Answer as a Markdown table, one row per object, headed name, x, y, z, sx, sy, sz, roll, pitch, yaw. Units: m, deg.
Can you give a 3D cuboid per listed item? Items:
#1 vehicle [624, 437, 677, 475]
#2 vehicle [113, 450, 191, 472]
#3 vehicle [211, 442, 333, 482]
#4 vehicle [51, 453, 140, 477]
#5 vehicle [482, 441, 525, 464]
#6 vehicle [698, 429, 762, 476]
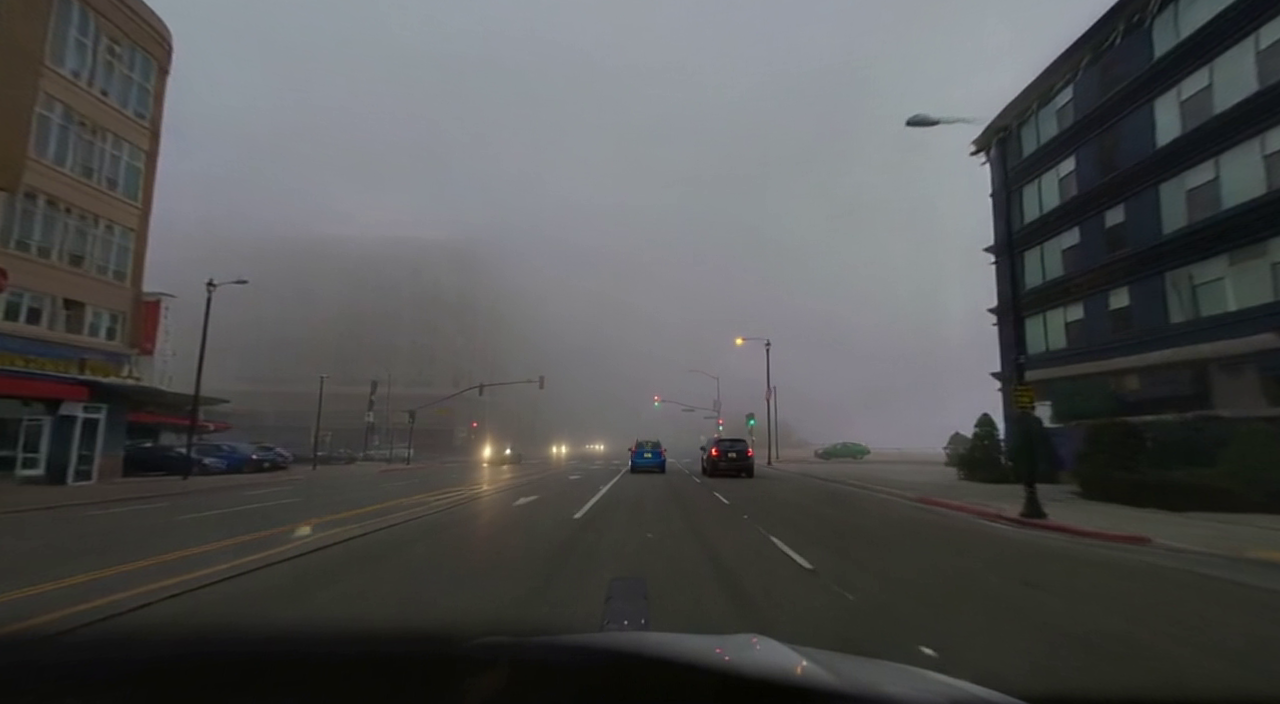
| name | x | y | z | sx | sy | sz | roll | pitch | yaw |
| --- | --- | --- | --- | --- | --- | --- | --- | --- | --- |
| vehicle | 0.448 | 4.740 | 29.011 | 2.245 | 1.587 | 4.094 | 0 | -8 | 0 |
| vehicle | -37.791 | 8.452 | 48.878 | 4.234 | 1.573 | 2.229 | -1 | -8 | 0 |
| vehicle | -19.954 | 5.959 | 34.376 | 5.223 | 2.060 | 2.247 | 0 | -8 | 1 |
| vehicle | -37.693 | 7.785 | 43.698 | 4.180 | 1.573 | 2.145 | 0 | -9 | 2 |
| vehicle | -10.453 | 7.711 | 48.635 | 2.232 | 1.669 | 4.354 | -1 | -8 | 1 |
| vehicle | 3.958 | 4.544 | 28.640 | 2.159 | 1.938 | 4.836 | 0 | -8 | 0 |
